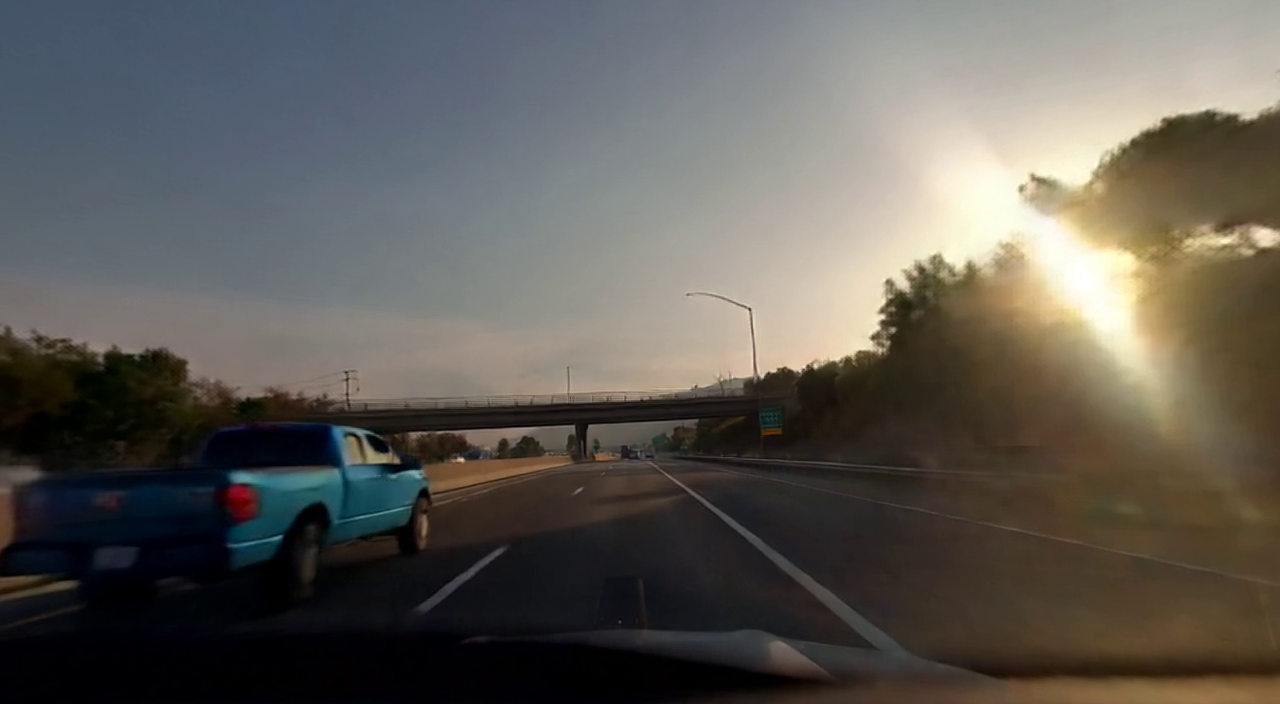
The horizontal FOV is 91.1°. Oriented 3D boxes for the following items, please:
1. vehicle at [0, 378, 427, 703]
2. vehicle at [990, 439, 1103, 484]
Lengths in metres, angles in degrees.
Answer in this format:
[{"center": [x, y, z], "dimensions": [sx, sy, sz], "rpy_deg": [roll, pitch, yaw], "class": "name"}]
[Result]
[{"center": [-3.641, 1.329, 5.254], "dimensions": [2.152, 1.717, 4.423], "rpy_deg": [0, -9, 0], "class": "vehicle"}, {"center": [15.611, 4.212, 24.402], "dimensions": [1.834, 1.555, 3.751], "rpy_deg": [0, -9, -1], "class": "vehicle"}]
